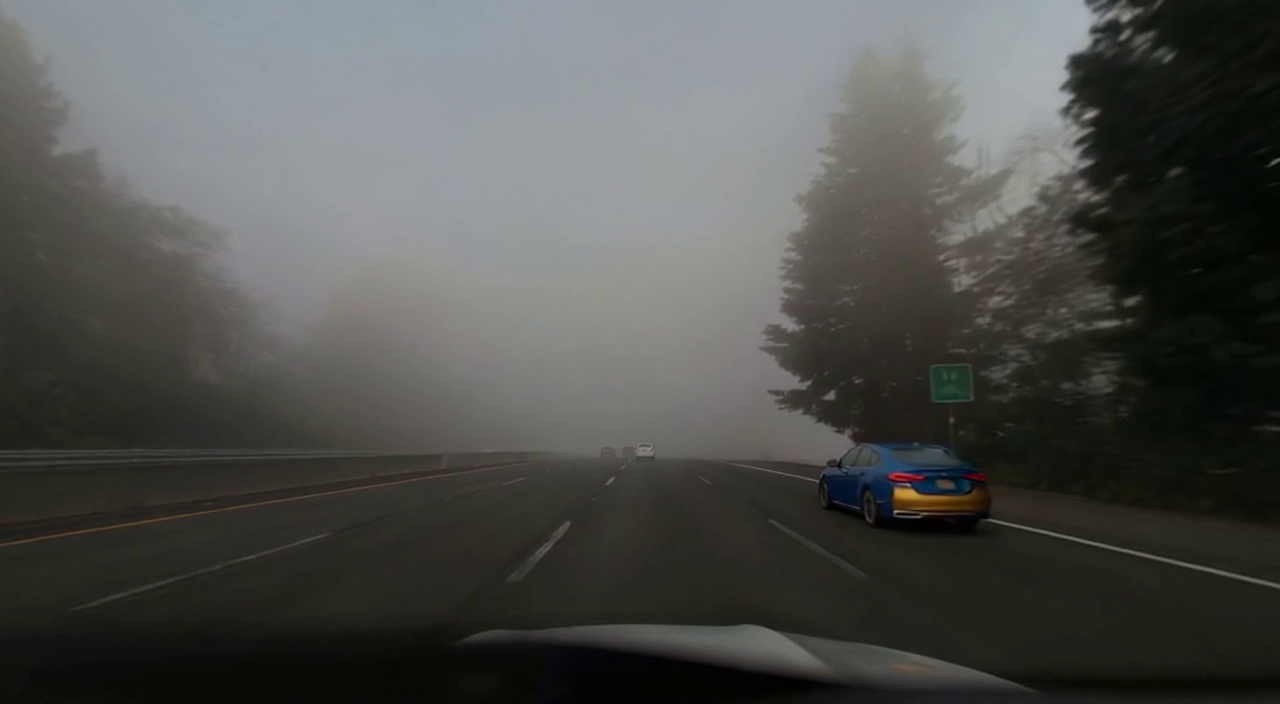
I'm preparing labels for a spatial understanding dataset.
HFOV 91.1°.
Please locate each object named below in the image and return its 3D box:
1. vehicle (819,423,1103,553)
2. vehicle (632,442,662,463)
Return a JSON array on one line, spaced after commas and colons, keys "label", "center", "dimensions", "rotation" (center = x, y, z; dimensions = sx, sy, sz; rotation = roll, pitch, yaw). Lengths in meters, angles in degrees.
[{"label": "vehicle", "center": [4.529, 1.979, 9.910], "dimensions": [2.008, 1.524, 4.598], "rotation": [-1, -8, -1]}, {"label": "vehicle", "center": [0.463, 7.279, 45.541], "dimensions": [2.052, 1.449, 3.857], "rotation": [-1, -8, 0]}]
